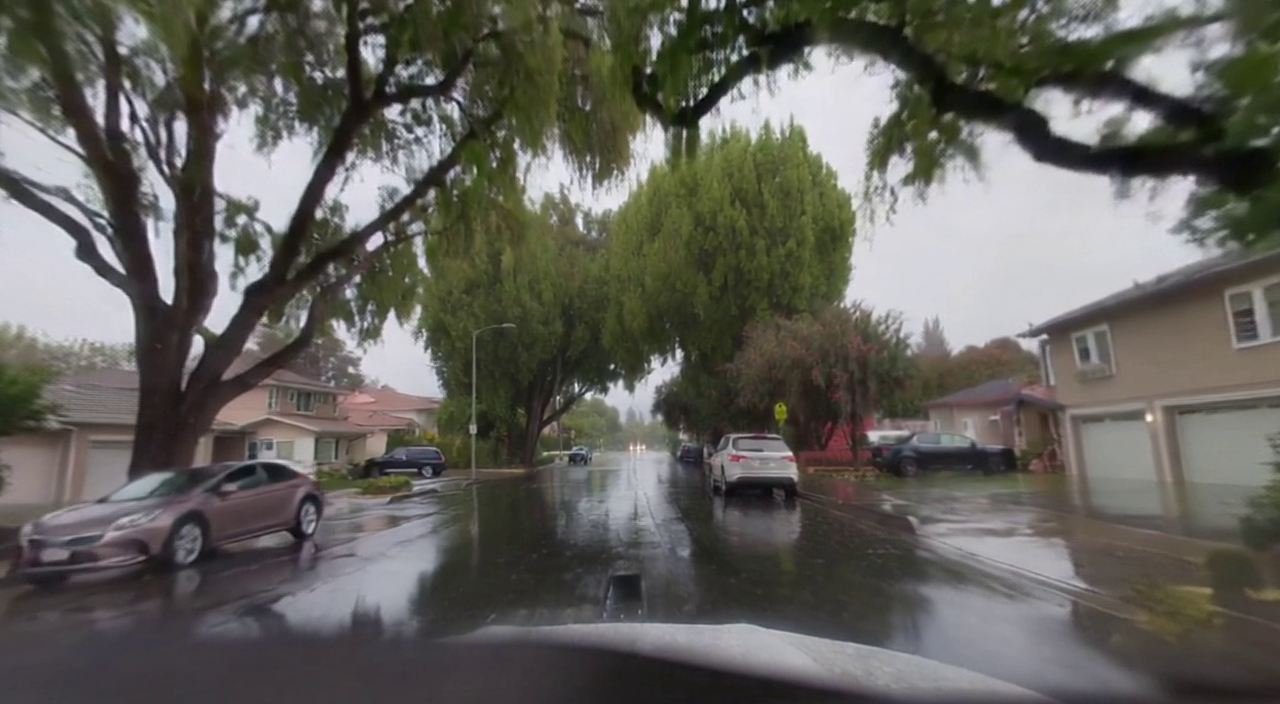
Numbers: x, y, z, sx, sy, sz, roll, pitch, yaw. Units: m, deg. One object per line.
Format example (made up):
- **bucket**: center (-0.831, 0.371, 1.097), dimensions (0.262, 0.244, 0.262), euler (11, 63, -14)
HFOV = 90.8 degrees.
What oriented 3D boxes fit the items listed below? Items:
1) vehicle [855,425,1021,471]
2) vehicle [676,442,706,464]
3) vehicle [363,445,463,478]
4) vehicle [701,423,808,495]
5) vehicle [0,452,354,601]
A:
- **vehicle**: center (10.601, 3.495, 22.893), dimensions (5.041, 1.486, 1.969), euler (-3, -9, 13)
- **vehicle**: center (3.692, 7.445, 46.735), dimensions (2.016, 1.567, 4.228), euler (-1, -8, 2)
- **vehicle**: center (-12.917, 6.215, 36.138), dimensions (4.928, 1.797, 1.981), euler (-1, -9, 2)
- **vehicle**: center (3.293, 3.225, 19.391), dimensions (2.241, 1.875, 5.059), euler (0, -8, -1)
- **vehicle**: center (-6.250, 2.298, 9.232), dimensions (2.099, 1.399, 4.357), euler (-4, -8, 1)
